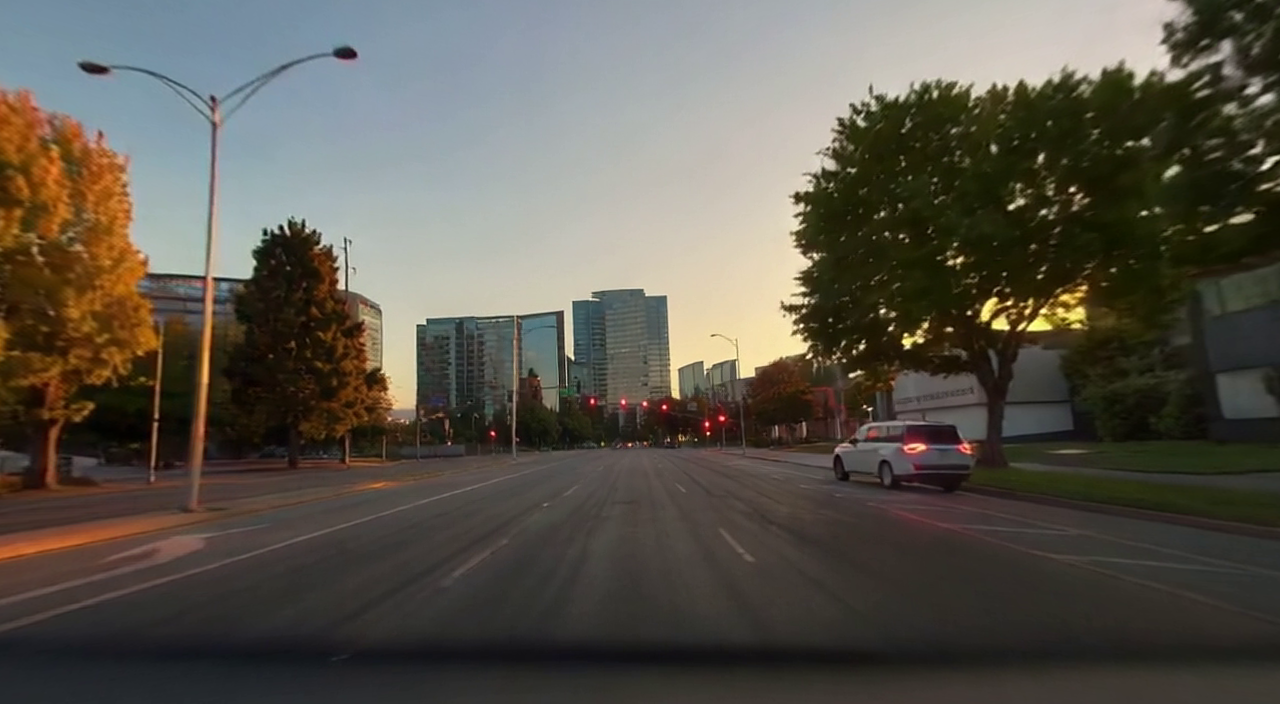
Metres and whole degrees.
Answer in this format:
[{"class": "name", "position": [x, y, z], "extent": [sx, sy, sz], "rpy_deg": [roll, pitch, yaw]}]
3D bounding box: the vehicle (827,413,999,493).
[{"class": "vehicle", "position": [7.389, 2.843, 18.027], "extent": [2.234, 1.880, 5.812], "rpy_deg": [0, -8, -1]}]
